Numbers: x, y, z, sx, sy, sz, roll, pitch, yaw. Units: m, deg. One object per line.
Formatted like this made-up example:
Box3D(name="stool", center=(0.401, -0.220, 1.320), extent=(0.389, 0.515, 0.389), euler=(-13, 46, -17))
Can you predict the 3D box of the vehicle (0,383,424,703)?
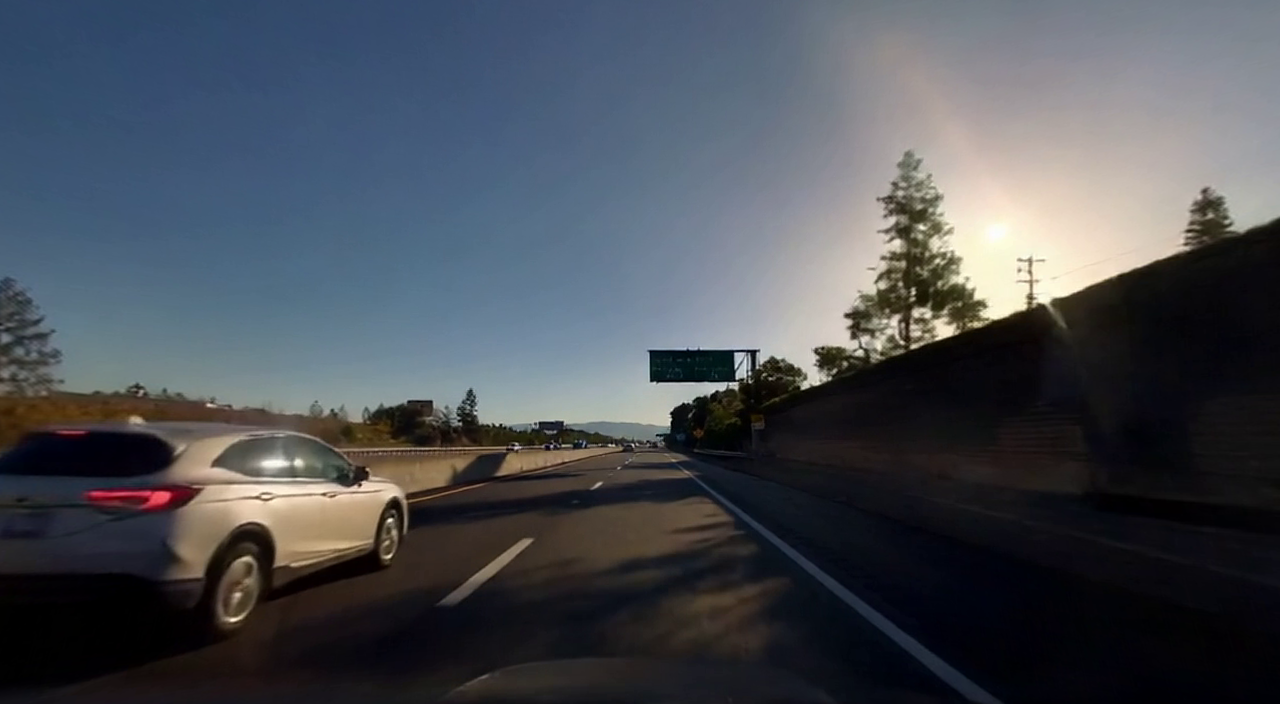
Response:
Box3D(name="vehicle", center=(-3.759, 1.306, 5.247), extent=(2.122, 1.632, 4.690), euler=(0, -8, 2))
